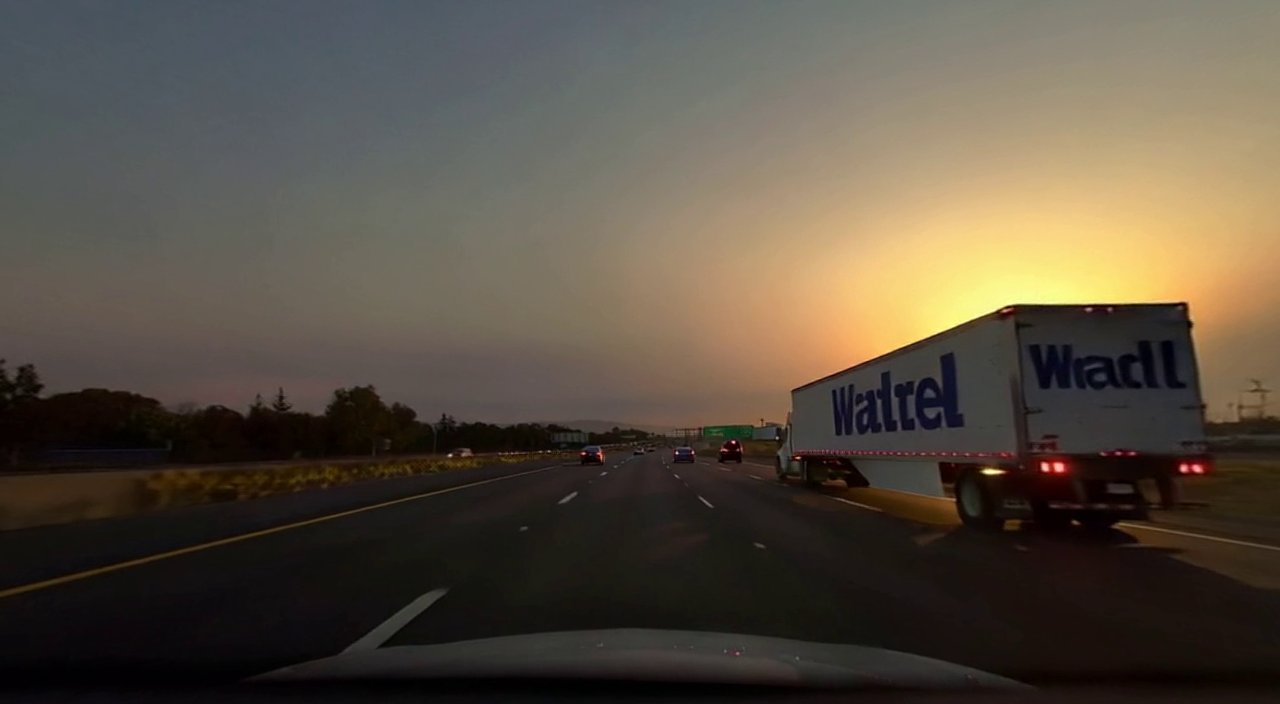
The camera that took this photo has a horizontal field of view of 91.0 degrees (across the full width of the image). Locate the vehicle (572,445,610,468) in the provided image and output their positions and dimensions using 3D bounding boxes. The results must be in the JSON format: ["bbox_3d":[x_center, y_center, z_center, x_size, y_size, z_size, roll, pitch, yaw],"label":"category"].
[{"bbox_3d":[-3.412,7.364,44.571,2.164,1.507,4.748,0,-9,1],"label":"vehicle"}]

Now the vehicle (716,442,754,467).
[{"bbox_3d":[6.792,7.370,45.379,2.188,1.727,4.381,0,-9,1],"label":"vehicle"}]

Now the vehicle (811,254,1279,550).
[{"bbox_3d":[8.062,1.804,16.513,2.912,4.143,15.538,0,-9,0],"label":"vehicle"}]
